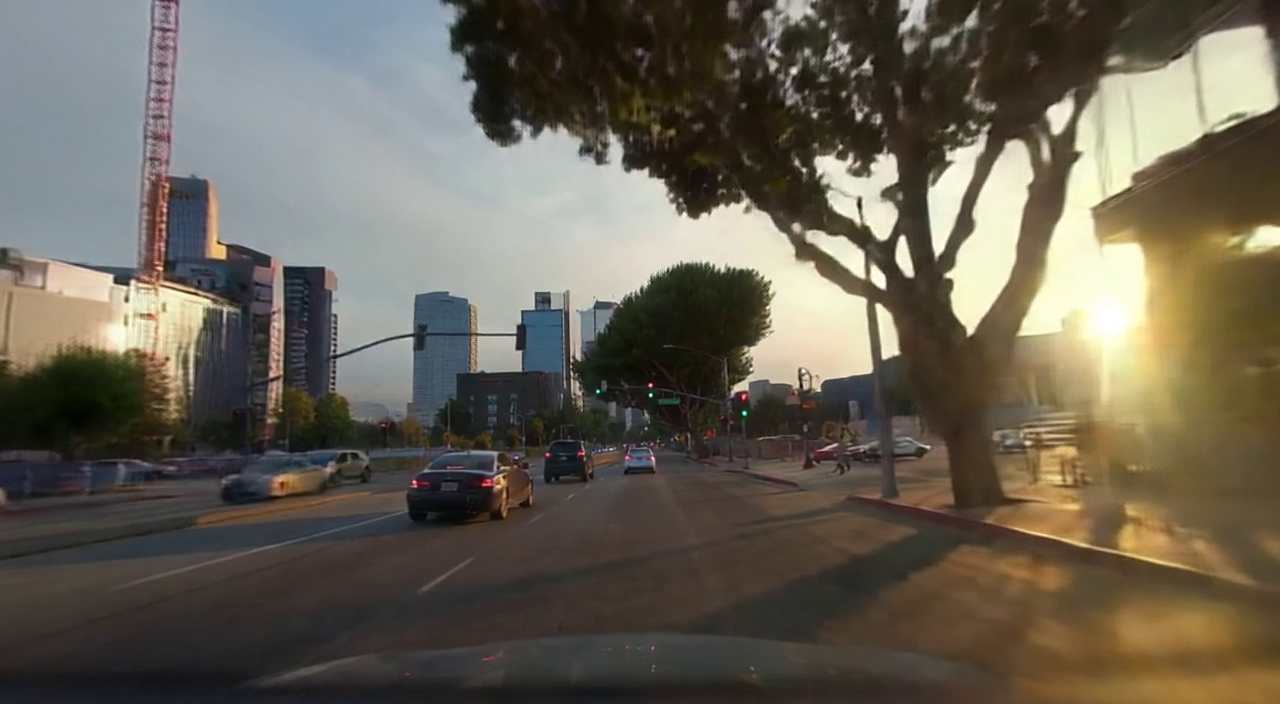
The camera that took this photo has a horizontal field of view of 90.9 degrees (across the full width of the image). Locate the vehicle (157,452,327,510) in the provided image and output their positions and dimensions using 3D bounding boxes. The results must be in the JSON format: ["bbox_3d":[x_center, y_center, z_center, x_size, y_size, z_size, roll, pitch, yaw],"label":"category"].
[{"bbox_3d":[-11.996,3.886,19.496,2.050,1.498,4.703,-1,-9,3],"label":"vehicle"}]

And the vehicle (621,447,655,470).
[{"bbox_3d":[-0.092,7.104,42.219,2.171,1.422,4.146,0,-9,1],"label":"vehicle"}]

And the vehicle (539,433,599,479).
[{"bbox_3d":[-3.322,4.995,30.534,2.240,2.054,4.662,0,-9,2],"label":"vehicle"}]

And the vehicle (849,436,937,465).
[{"bbox_3d":[13.441,5.218,33.546,4.061,1.465,1.803,2,-8,-17],"label":"vehicle"}]

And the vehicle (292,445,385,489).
[{"bbox_3d":[-15.383,5.851,32.569,2.270,1.978,5.032,-2,-9,1],"label":"vehicle"}]

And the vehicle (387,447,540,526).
[{"bbox_3d":[-3.563,2.791,13.748,1.959,1.406,4.527,0,-9,1],"label":"vehicle"}]

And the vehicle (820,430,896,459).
[{"bbox_3d":[12.171,5.176,35.245,3.500,1.563,1.871,2,-9,-19],"label":"vehicle"}]

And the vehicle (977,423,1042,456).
[{"bbox_3d":[23.653,5.610,40.247,2.304,1.936,5.023,-9,-12,43],"label":"vehicle"}]
